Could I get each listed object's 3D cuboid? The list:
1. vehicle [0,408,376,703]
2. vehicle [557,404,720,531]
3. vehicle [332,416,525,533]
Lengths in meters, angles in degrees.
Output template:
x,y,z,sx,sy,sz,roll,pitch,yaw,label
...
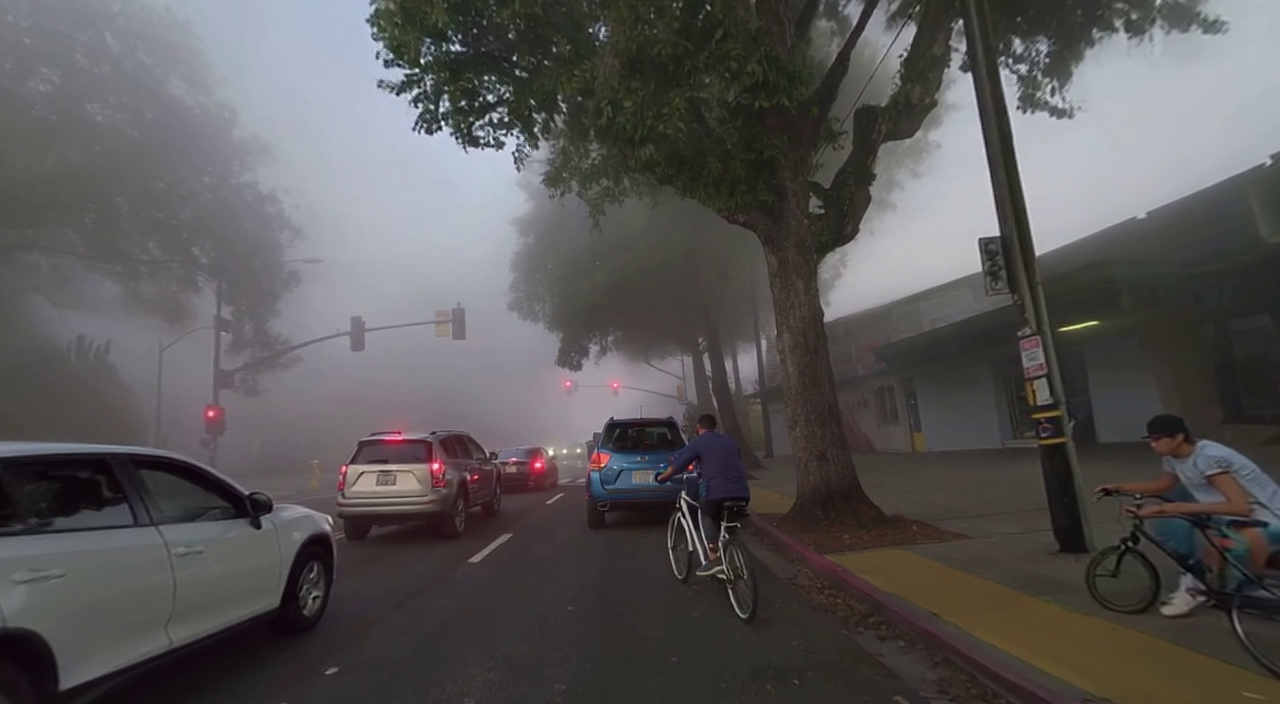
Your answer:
x,y,z,sx,sy,sz,roll,pitch,yaw,label
-3.572,1.184,3.875,2.064,1.486,4.140,0,-9,1,vehicle
-0.074,2.101,12.025,2.426,1.882,5.027,0,-9,-1,vehicle
-3.611,2.196,11.836,2.046,1.750,4.452,0,-9,0,vehicle
